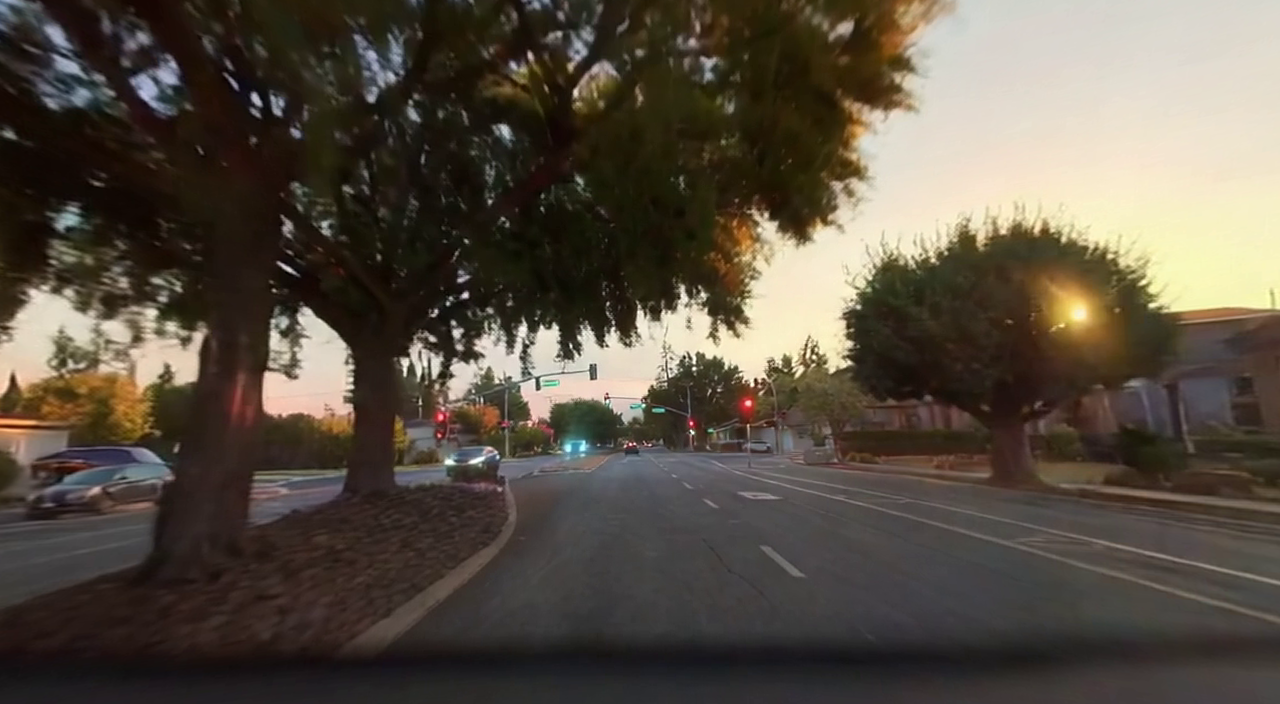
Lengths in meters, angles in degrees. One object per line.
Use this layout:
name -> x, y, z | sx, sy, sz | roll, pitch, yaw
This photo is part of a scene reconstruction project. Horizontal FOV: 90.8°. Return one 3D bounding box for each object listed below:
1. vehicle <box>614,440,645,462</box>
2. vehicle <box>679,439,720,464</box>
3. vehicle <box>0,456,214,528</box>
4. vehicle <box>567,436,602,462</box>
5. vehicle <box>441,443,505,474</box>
vehicle -> -0.664, 7.005, 44.812 | 2.075, 1.449, 4.006 | 0, -8, 1
vehicle -> 3.762, 6.427, 40.794 | 2.133, 1.494, 4.265 | 0, -8, -2
vehicle -> -13.315, 3.397, 15.883 | 1.992, 1.453, 4.439 | 0, -8, 2
vehicle -> -4.039, 7.158, 46.656 | 2.066, 1.756, 4.422 | 0, -8, 2
vehicle -> -8.695, 5.585, 33.349 | 2.030, 1.495, 4.570 | 0, -8, 2
